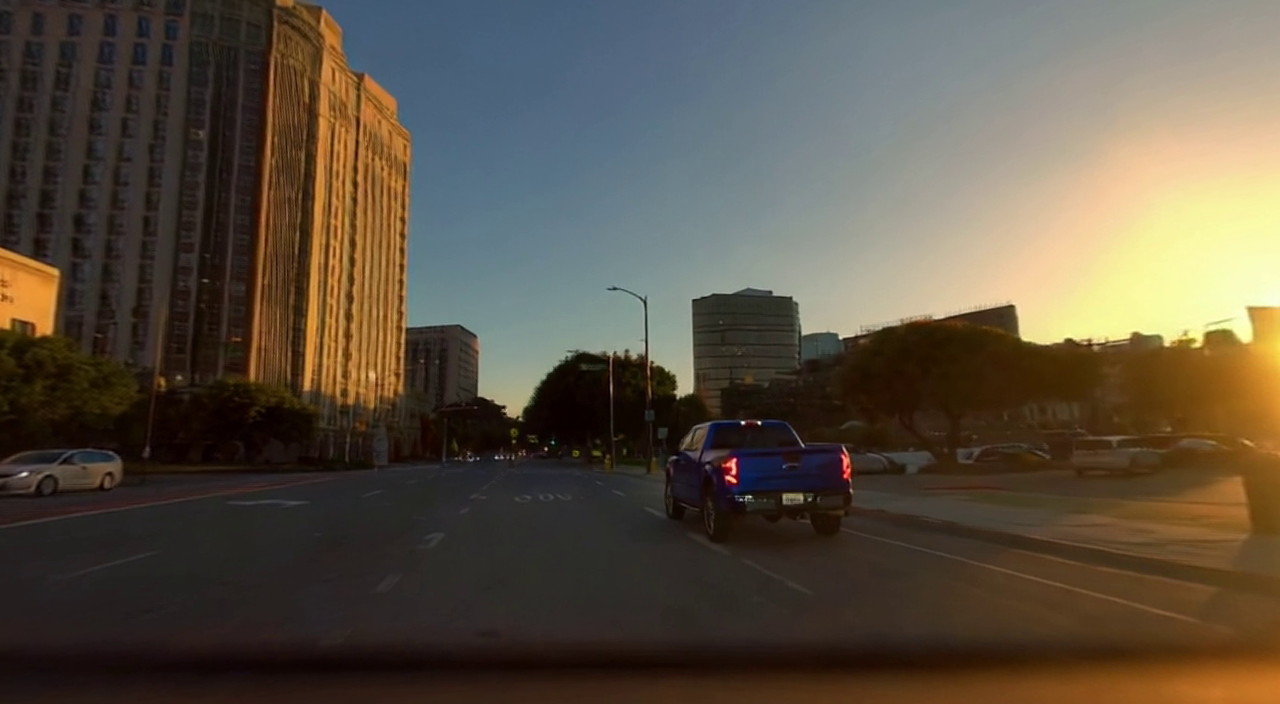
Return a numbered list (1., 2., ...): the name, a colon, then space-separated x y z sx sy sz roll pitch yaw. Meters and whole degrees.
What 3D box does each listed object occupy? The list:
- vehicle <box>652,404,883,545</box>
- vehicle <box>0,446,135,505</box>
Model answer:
1. vehicle: 1.863 2.114 11.713 2.402 1.922 5.677 1 -8 -8
2. vehicle: -19.695 4.052 21.286 2.037 1.725 4.632 1 -8 -10
